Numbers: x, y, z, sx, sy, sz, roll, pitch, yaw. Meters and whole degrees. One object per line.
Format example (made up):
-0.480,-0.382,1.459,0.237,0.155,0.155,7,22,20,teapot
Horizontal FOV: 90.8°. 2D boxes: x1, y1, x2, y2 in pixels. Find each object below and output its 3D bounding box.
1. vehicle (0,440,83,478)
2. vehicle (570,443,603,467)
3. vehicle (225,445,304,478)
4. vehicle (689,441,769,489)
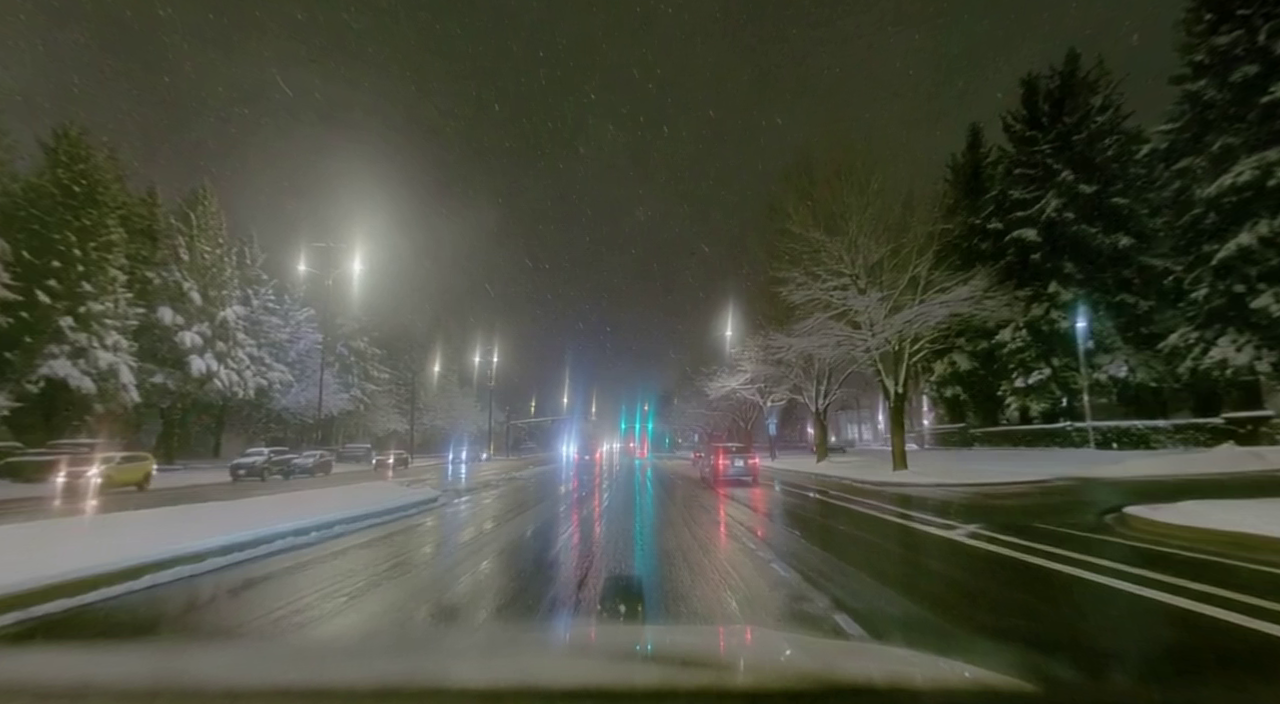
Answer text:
-30.618,5.262,31.112,4.321,1.783,2.075,0,-9,1,vehicle
-3.656,7.165,44.082,1.935,1.617,4.045,0,-9,0,vehicle
-22.439,6.543,38.003,1.995,1.801,4.711,0,-9,-2,vehicle
2.947,3.852,21.850,1.966,1.449,4.290,0,-9,-2,vehicle
